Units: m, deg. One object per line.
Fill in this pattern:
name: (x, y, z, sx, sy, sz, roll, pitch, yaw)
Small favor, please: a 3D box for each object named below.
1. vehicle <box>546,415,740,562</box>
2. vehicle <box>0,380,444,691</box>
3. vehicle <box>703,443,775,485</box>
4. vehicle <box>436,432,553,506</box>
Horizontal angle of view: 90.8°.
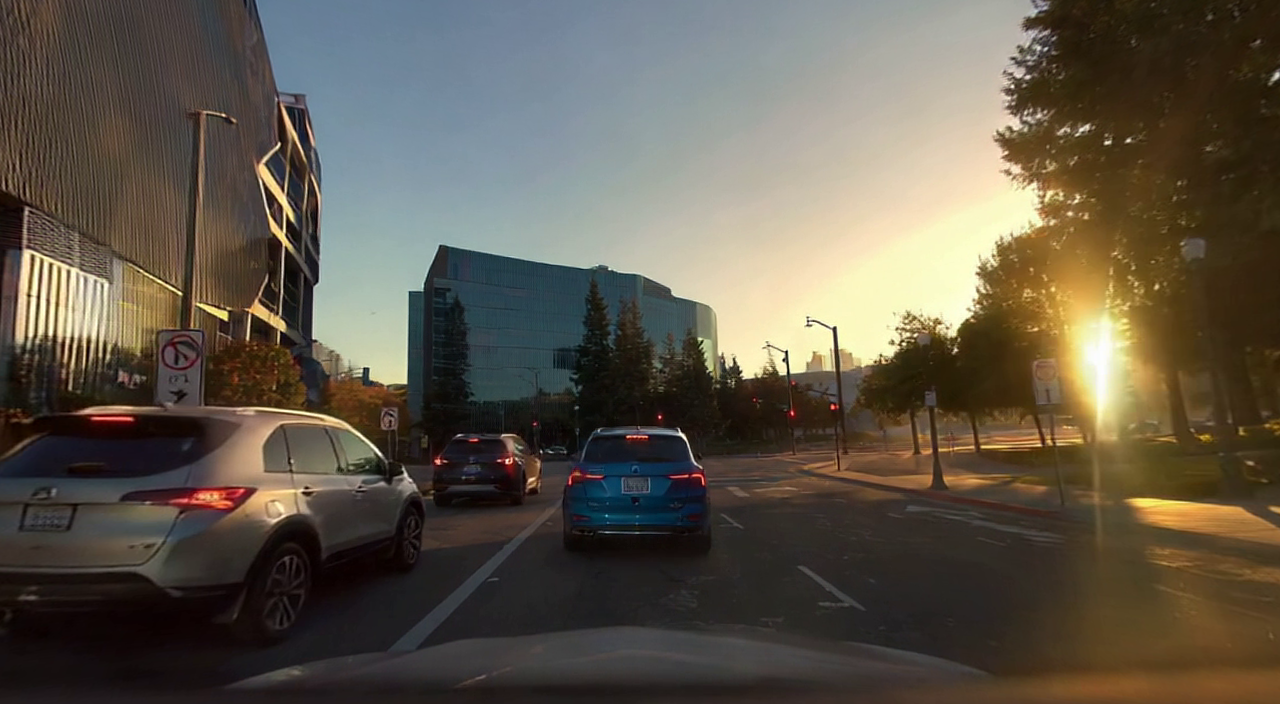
vehicle: (0.007, 1.876, 9.393, 2.207, 1.659, 4.155, 0, -8, -1)
vehicle: (-3.560, 1.324, 5.730, 2.083, 1.691, 4.398, 0, -8, 1)
vehicle: (3.714, 4.260, 24.461, 2.082, 1.445, 4.426, 0, -8, 0)
vehicle: (-3.615, 2.988, 16.586, 2.068, 1.678, 4.199, 0, -8, 0)
